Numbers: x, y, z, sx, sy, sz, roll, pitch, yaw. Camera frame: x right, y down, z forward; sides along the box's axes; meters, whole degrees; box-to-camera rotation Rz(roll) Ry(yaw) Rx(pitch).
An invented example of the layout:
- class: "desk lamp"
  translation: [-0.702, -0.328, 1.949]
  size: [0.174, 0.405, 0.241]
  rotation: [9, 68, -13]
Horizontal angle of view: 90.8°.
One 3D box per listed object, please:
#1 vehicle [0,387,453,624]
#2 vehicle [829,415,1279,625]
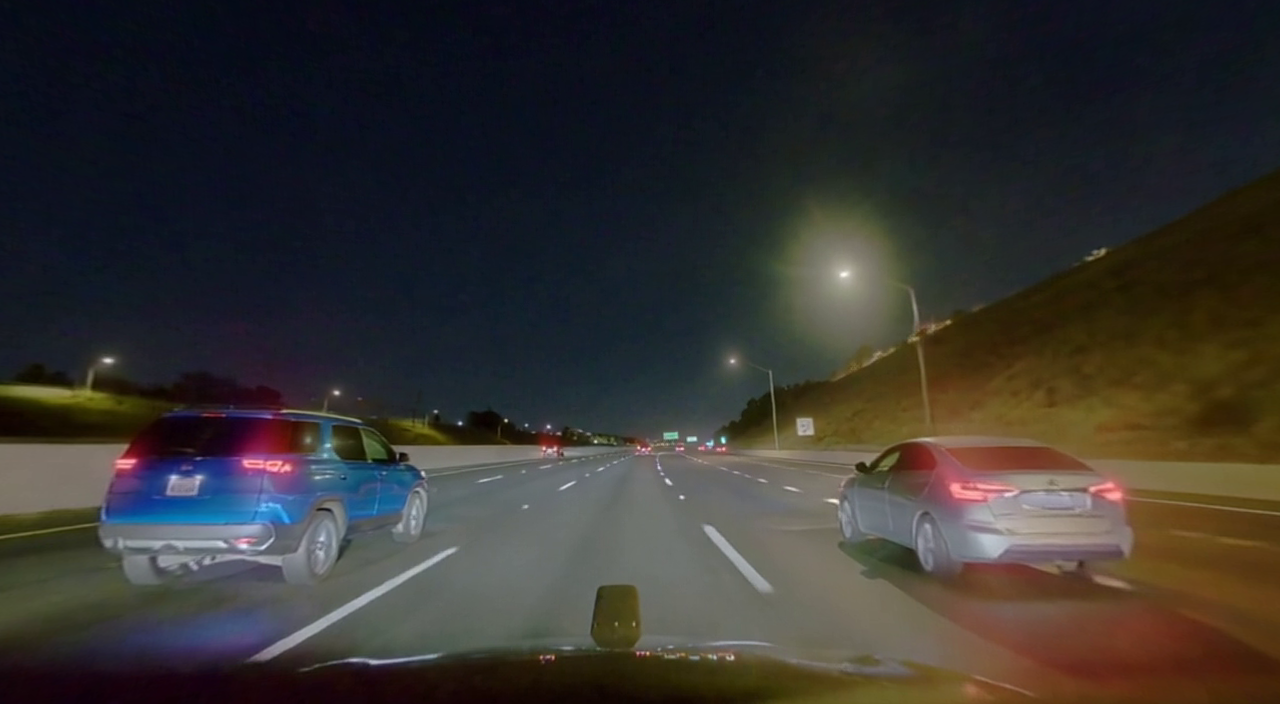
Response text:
- class: "vehicle"
  translation: [-3.827, 1.467, 7.009]
  size: [2.047, 1.715, 4.689]
  rotation: [0, -9, 0]
- class: "vehicle"
  translation: [3.658, 1.539, 6.768]
  size: [1.847, 1.493, 4.303]
  rotation: [0, -9, -1]
